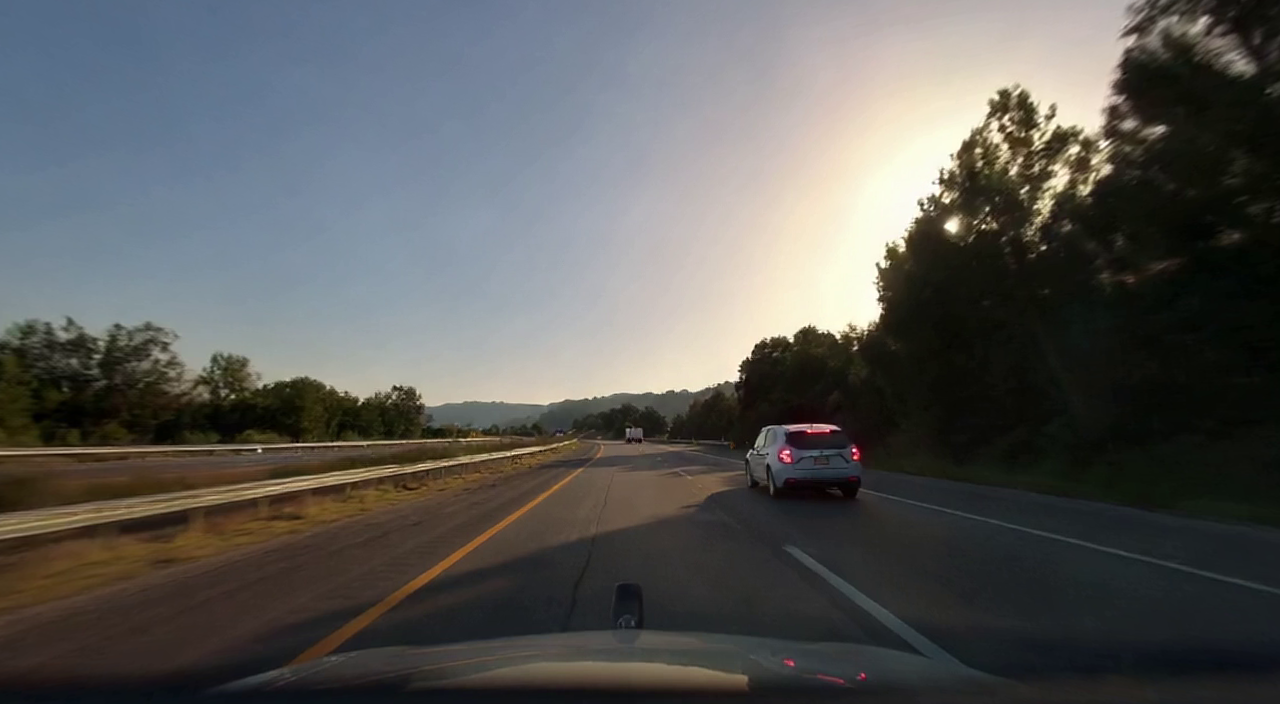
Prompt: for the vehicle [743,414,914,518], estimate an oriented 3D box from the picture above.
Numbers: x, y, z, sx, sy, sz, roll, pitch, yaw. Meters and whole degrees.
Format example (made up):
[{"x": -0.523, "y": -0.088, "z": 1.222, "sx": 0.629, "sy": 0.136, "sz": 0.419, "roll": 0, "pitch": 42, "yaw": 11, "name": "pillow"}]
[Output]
[{"x": 3.387, "y": 2.118, "z": 12.303, "sx": 1.941, "sy": 1.655, "sz": 4.137, "roll": 0, "pitch": -8, "yaw": -2, "name": "vehicle"}]
